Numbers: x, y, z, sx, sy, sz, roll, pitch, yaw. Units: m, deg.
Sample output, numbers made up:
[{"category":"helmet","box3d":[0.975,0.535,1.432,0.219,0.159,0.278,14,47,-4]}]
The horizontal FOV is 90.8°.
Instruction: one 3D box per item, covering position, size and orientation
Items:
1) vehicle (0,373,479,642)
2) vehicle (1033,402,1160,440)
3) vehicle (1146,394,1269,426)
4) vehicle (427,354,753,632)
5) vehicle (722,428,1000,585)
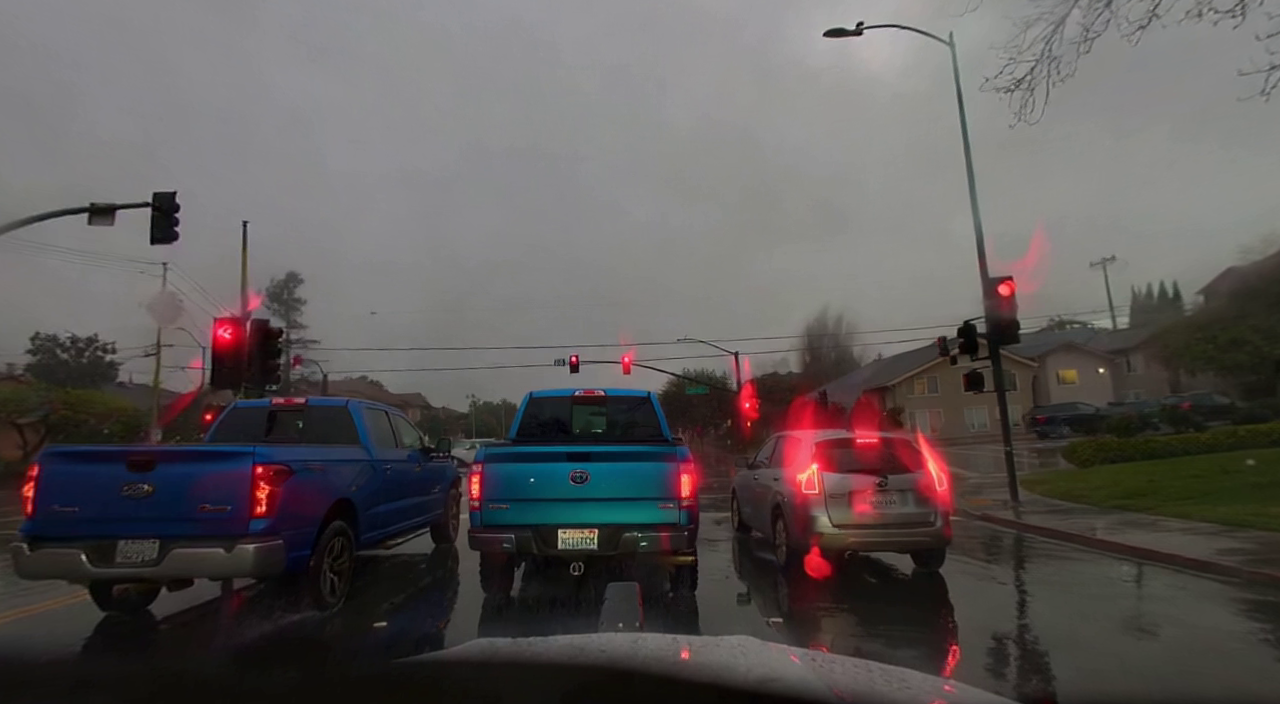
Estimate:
[{"category":"vehicle","box3d":[-3.464,1.437,6.961,2.146,1.828,5.148,0,-9,-2]},{"category":"vehicle","box3d":[23.352,3.578,32.488,4.721,1.866,2.188,0,-9,2]},{"category":"vehicle","box3d":[29.279,3.036,32.697,4.540,1.543,1.803,0,-9,0]},{"category":"vehicle","box3d":[-0.392,1.314,6.760,2.282,1.964,4.421,0,-9,-1]},{"category":"vehicle","box3d":[2.411,1.815,8.306,2.016,1.481,4.336,0,-9,-1]}]
